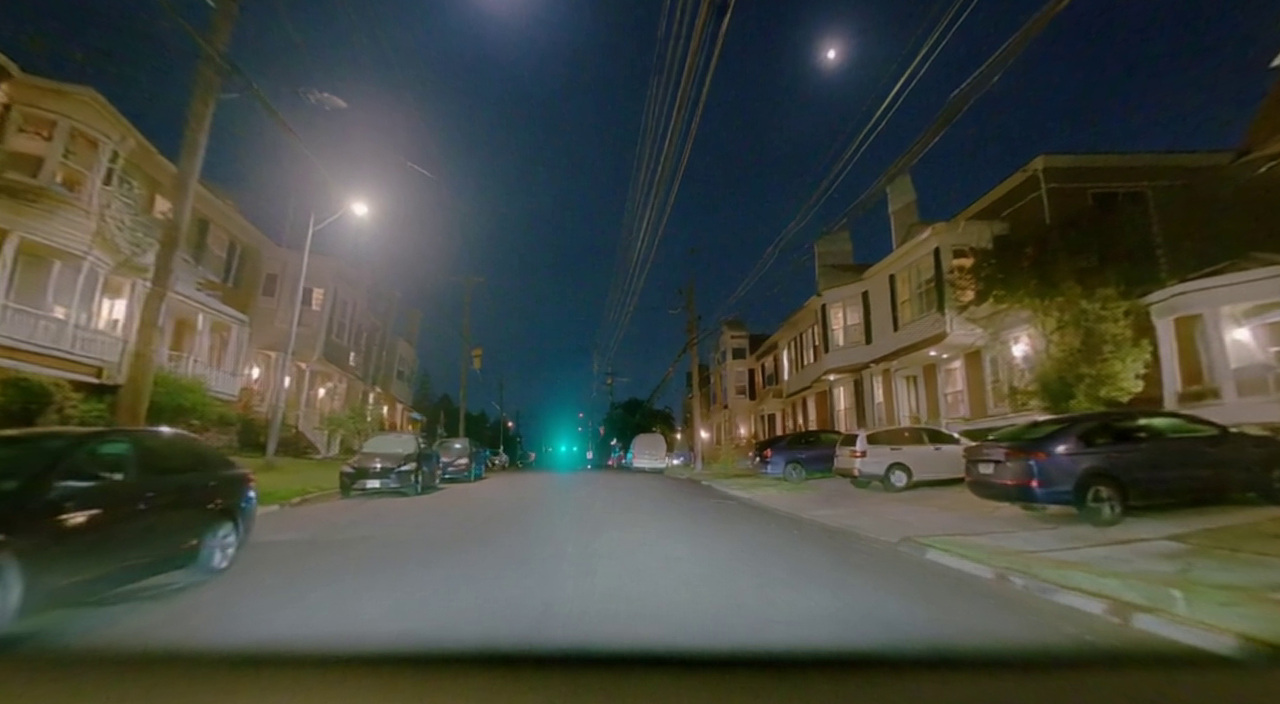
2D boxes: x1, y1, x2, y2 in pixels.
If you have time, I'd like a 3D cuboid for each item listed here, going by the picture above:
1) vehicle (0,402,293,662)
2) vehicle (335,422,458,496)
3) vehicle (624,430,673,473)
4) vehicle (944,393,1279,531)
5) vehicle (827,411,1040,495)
[{"bbox_3d":[-4.995,1.183,4.913,2.084,1.522,4.925,3,-6,-5],"label":"vehicle"},{"bbox_3d":[-6.166,2.689,16.516,1.967,1.656,3.924,2,-7,-6],"label":"vehicle"},{"bbox_3d":[0.403,5.652,36.243,2.343,2.229,4.199,2,-8,-4],"label":"vehicle"},{"bbox_3d":[7.422,1.615,9.726,4.316,1.730,2.166,-1,-8,-6],"label":"vehicle"},{"bbox_3d":[7.243,2.505,15.867,4.315,1.736,1.950,-2,-8,-7],"label":"vehicle"}]
